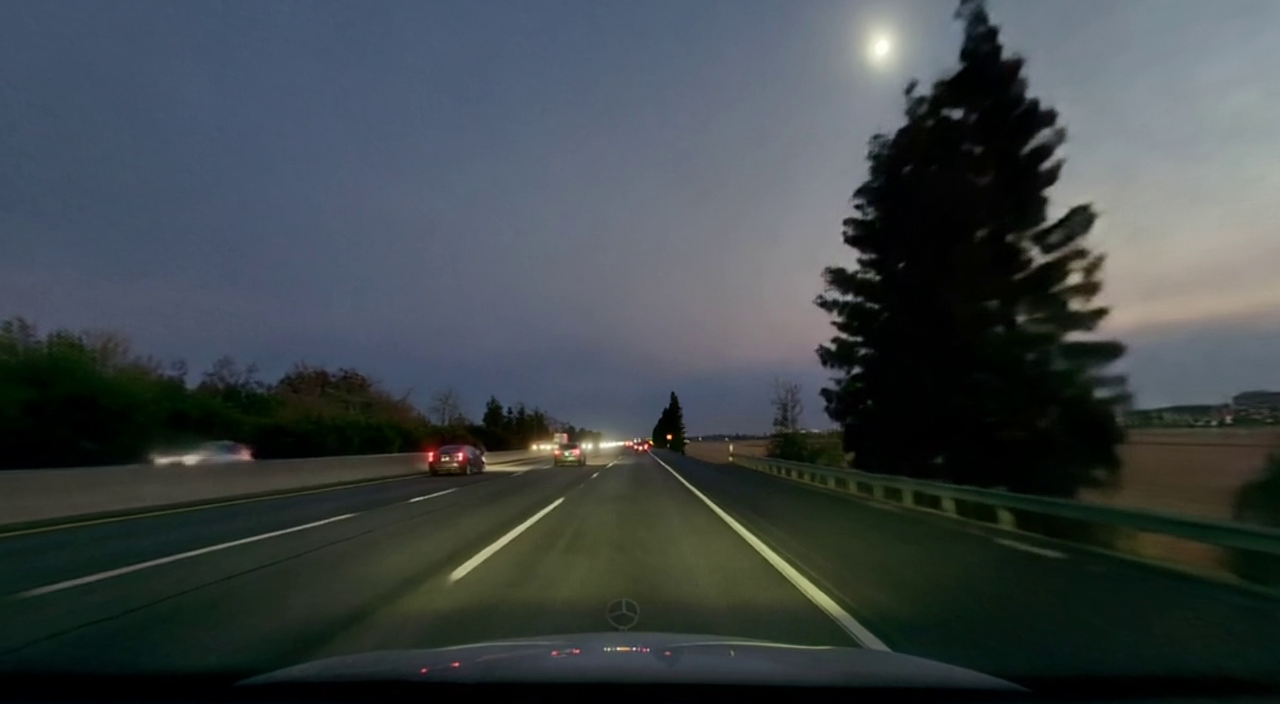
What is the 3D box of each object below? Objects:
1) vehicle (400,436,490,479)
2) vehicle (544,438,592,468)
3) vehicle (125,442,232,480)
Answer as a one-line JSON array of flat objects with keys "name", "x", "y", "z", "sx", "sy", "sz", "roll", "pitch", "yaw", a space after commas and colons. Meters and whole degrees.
[{"name": "vehicle", "x": -7.566, "y": 4.126, "z": 24.976, "sx": 2.034, "sy": 1.523, "sz": 4.627, "roll": 0, "pitch": -9, "yaw": 1}, {"name": "vehicle", "x": -4.012, "y": 5.725, "z": 35.871, "sx": 2.083, "sy": 1.588, "sz": 4.801, "roll": 0, "pitch": -8, "yaw": 1}, {"name": "vehicle", "x": -22.906, "y": 5.422, "z": 31.517, "sx": 1.942, "sy": 1.734, "sz": 4.387, "roll": 0, "pitch": -9, "yaw": 1}]
